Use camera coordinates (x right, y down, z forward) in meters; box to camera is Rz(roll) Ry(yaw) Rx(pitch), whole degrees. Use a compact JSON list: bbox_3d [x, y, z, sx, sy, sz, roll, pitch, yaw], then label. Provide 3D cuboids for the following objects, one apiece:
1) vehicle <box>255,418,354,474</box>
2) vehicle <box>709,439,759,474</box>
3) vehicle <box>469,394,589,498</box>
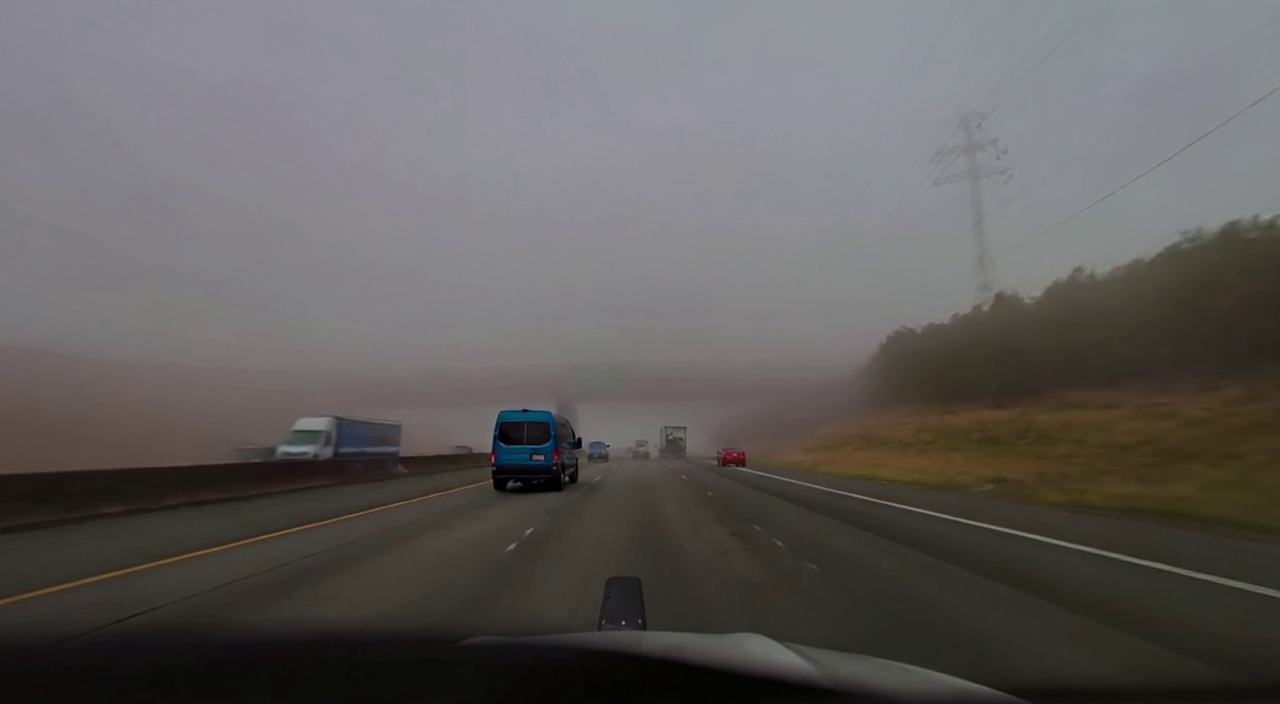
[{"bbox_3d":[-20.627,5.864,39.201,2.846,3.181,5.872,0,-9,0],"label":"vehicle"},{"bbox_3d":[4.793,5.414,32.746,1.936,1.664,4.198,0,-9,0],"label":"vehicle"},{"bbox_3d":[-3.052,2.825,18.921,2.451,2.627,5.868,0,-9,1],"label":"vehicle"}]
